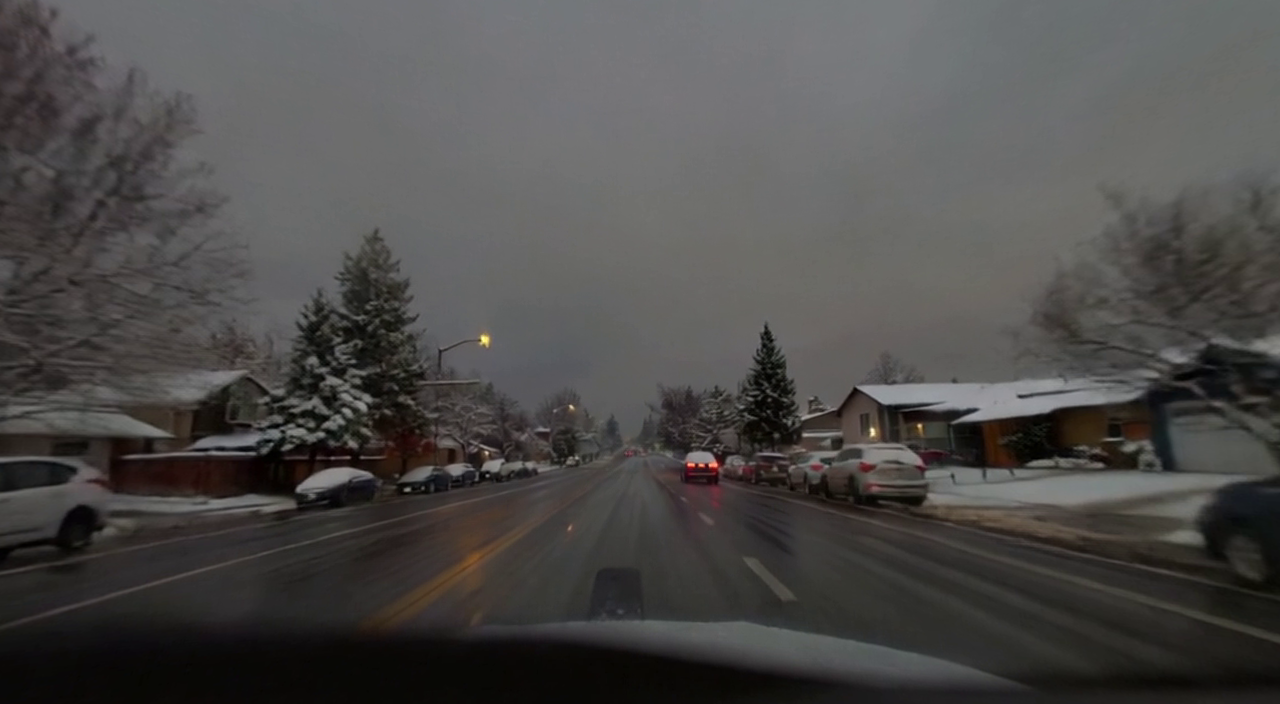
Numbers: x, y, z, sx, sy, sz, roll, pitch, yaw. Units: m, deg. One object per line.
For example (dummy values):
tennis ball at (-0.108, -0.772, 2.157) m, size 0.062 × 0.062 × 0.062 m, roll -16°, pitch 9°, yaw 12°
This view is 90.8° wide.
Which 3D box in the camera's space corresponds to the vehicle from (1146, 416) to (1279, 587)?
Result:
vehicle at (7.839, 1.449, 5.756) m, size 2.001 × 1.793 × 5.146 m, roll 0°, pitch -8°, yaw -3°

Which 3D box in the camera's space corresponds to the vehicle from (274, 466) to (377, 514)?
vehicle at (-11.790, 5.163, 24.042) m, size 1.809 × 1.476 × 4.423 m, roll 0°, pitch -8°, yaw -3°

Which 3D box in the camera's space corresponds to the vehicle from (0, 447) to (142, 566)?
vehicle at (-11.568, 2.620, 10.934) m, size 2.181 × 1.920 × 4.570 m, roll 0°, pitch -8°, yaw -1°

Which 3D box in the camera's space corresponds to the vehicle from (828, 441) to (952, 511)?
vehicle at (7.495, 3.715, 19.563) m, size 1.873 × 1.867 × 4.673 m, roll 0°, pitch -8°, yaw -1°

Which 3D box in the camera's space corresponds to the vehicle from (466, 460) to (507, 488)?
vehicle at (-11.578, 9.198, 47.941) m, size 2.049 × 1.848 × 4.693 m, roll 0°, pitch -8°, yaw -1°

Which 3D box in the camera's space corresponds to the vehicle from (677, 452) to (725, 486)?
vehicle at (3.129, 6.093, 33.241) m, size 1.951 × 1.620 × 4.582 m, roll 0°, pitch -8°, yaw -2°

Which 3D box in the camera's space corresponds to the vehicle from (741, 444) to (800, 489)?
vehicle at (7.154, 6.333, 35.330) m, size 2.081 × 2.286 × 4.941 m, roll 0°, pitch -8°, yaw -2°

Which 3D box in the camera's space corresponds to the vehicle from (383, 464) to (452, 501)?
vehicle at (-11.854, 6.971, 34.075) m, size 1.888 × 1.668 × 5.052 m, roll 0°, pitch -8°, yaw 0°
